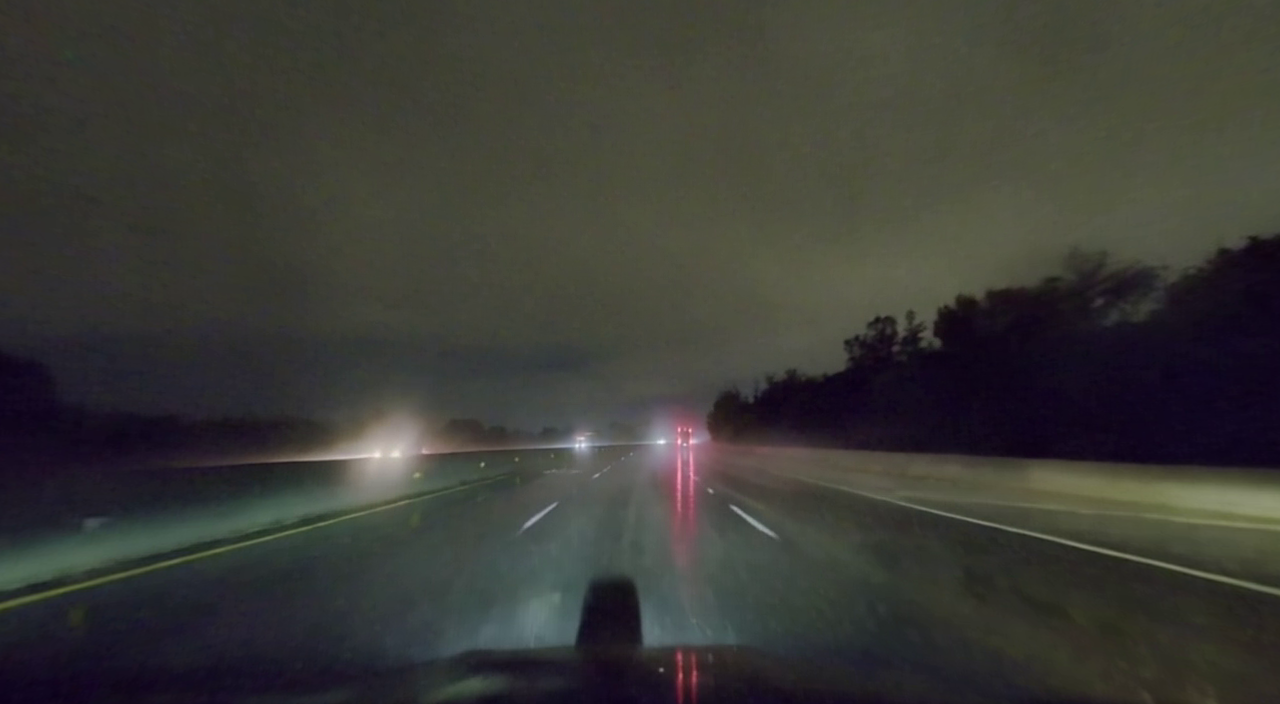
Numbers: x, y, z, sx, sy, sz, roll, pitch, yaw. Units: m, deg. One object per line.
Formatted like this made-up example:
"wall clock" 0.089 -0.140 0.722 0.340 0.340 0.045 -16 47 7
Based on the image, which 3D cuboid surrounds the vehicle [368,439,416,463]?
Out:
"vehicle" -19.322 7.700 49.209 1.910 1.779 4.264 -1 -8 1
